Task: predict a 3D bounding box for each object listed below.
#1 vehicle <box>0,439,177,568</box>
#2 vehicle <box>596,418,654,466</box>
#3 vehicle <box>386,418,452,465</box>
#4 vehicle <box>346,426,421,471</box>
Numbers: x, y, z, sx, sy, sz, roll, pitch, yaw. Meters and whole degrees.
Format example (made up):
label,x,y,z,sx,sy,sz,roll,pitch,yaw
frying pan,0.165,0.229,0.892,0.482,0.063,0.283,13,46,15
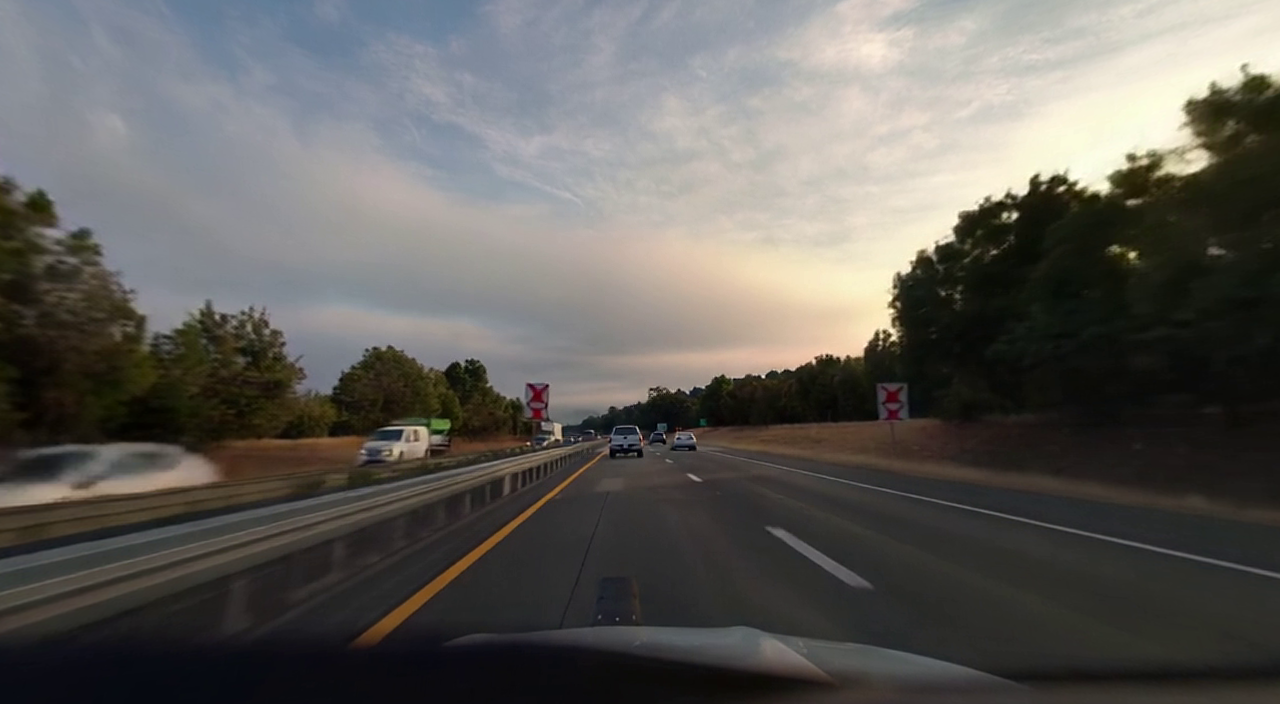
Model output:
label,x,y,z,sx,sy,sz,roll,pitch,yaw
vehicle,-8.961,1.996,8.653,1.903,1.591,4.430,0,-8,-2
vehicle,-0.695,4.207,29.591,2.503,2.044,4.633,0,-8,-2
vehicle,-14.067,5.737,40.417,2.532,2.792,4.713,0,-8,-1
vehicle,-13.899,5.243,34.469,2.102,2.299,4.786,0,-8,-1
